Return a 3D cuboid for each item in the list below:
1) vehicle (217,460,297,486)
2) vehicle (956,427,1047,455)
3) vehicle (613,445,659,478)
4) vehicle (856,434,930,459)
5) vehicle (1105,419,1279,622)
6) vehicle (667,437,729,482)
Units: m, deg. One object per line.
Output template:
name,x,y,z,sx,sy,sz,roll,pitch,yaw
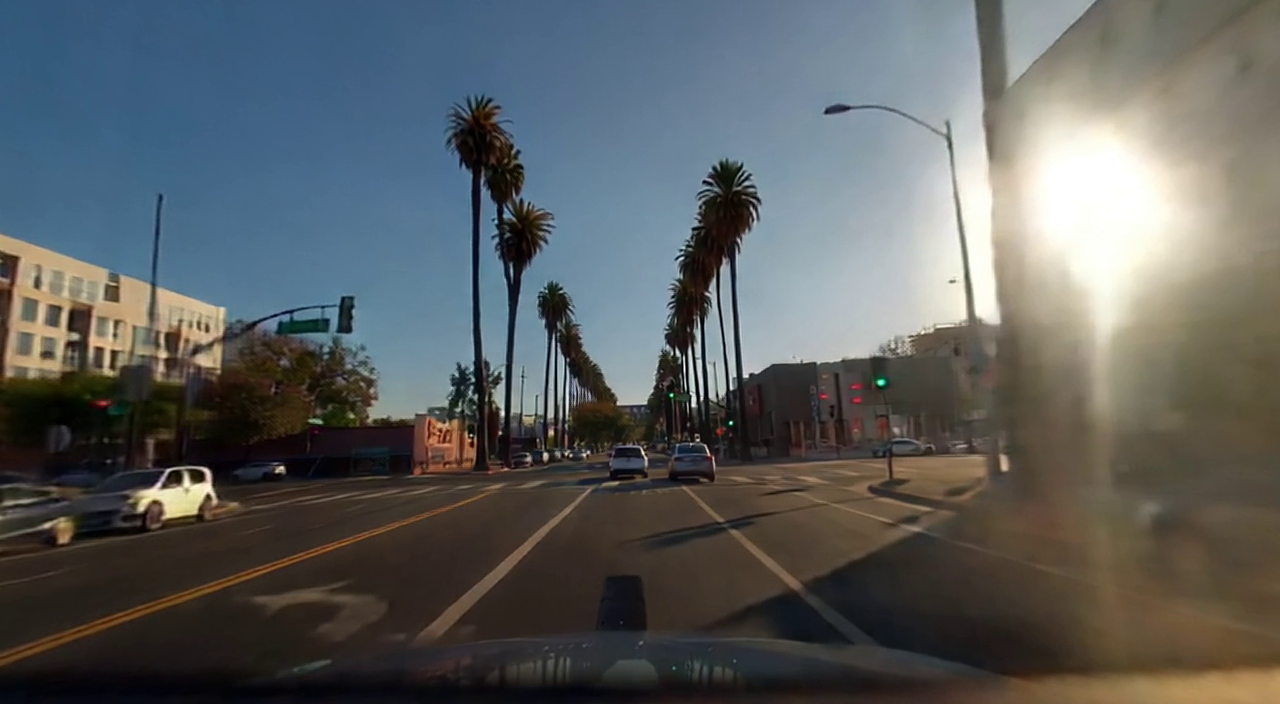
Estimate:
vehicle,-28.528,9.010,47.184,4.570,1.741,2.107,0,-8,-1
vehicle,25.764,6.378,45.160,5.130,1.875,2.118,0,-8,-2
vehicle,-0.236,5.200,30.283,2.088,1.452,3.993,0,-8,-2
vehicle,17.801,6.651,44.560,4.277,1.665,2.006,0,-8,-2
vehicle,6.302,1.330,4.874,2.157,1.640,4.228,0,-8,0
vehicle,2.294,4.404,26.199,2.003,1.702,4.288,0,-8,-3
